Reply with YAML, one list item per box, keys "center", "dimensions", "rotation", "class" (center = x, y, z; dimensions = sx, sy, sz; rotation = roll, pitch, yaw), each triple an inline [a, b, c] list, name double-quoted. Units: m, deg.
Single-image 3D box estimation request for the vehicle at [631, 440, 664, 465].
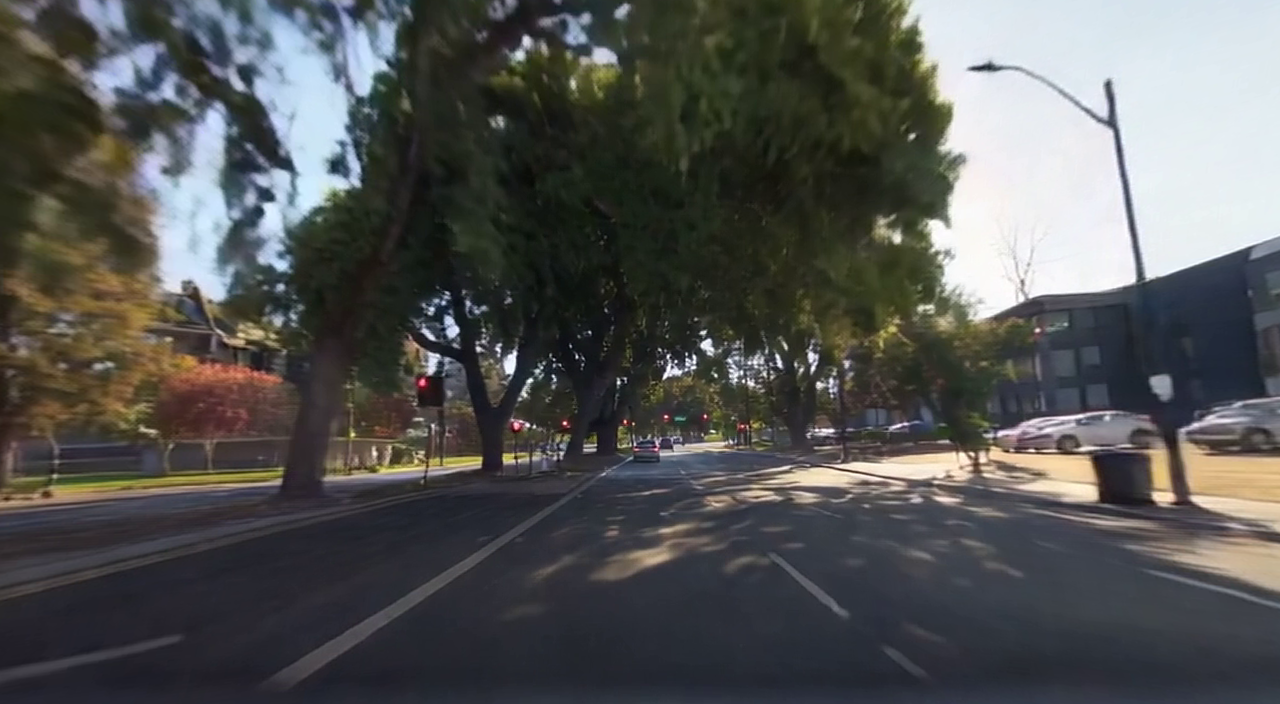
- center: [0.517, 6.540, 41.259]
  dimensions: [2.037, 1.568, 3.693]
  rotation: [0, -9, 2]
  class: "vehicle"
